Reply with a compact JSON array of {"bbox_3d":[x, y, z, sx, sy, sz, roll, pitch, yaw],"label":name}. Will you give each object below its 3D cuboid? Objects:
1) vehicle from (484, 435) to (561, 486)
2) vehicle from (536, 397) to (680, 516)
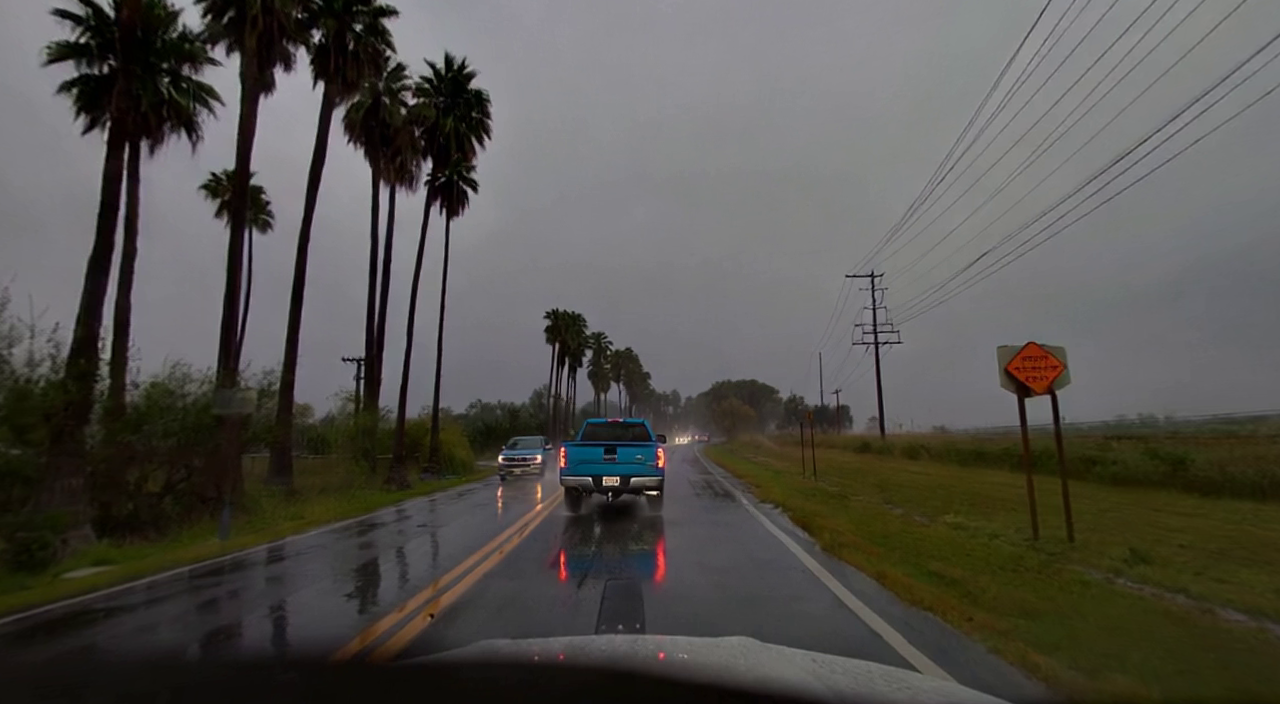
[{"bbox_3d":[-4.610,4.319,25.534,2.128,1.834,4.877,0,-8,0],"label":"vehicle"},{"bbox_3d":[-0.671,2.400,14.909,2.693,2.223,5.885,0,-8,-1],"label":"vehicle"}]
